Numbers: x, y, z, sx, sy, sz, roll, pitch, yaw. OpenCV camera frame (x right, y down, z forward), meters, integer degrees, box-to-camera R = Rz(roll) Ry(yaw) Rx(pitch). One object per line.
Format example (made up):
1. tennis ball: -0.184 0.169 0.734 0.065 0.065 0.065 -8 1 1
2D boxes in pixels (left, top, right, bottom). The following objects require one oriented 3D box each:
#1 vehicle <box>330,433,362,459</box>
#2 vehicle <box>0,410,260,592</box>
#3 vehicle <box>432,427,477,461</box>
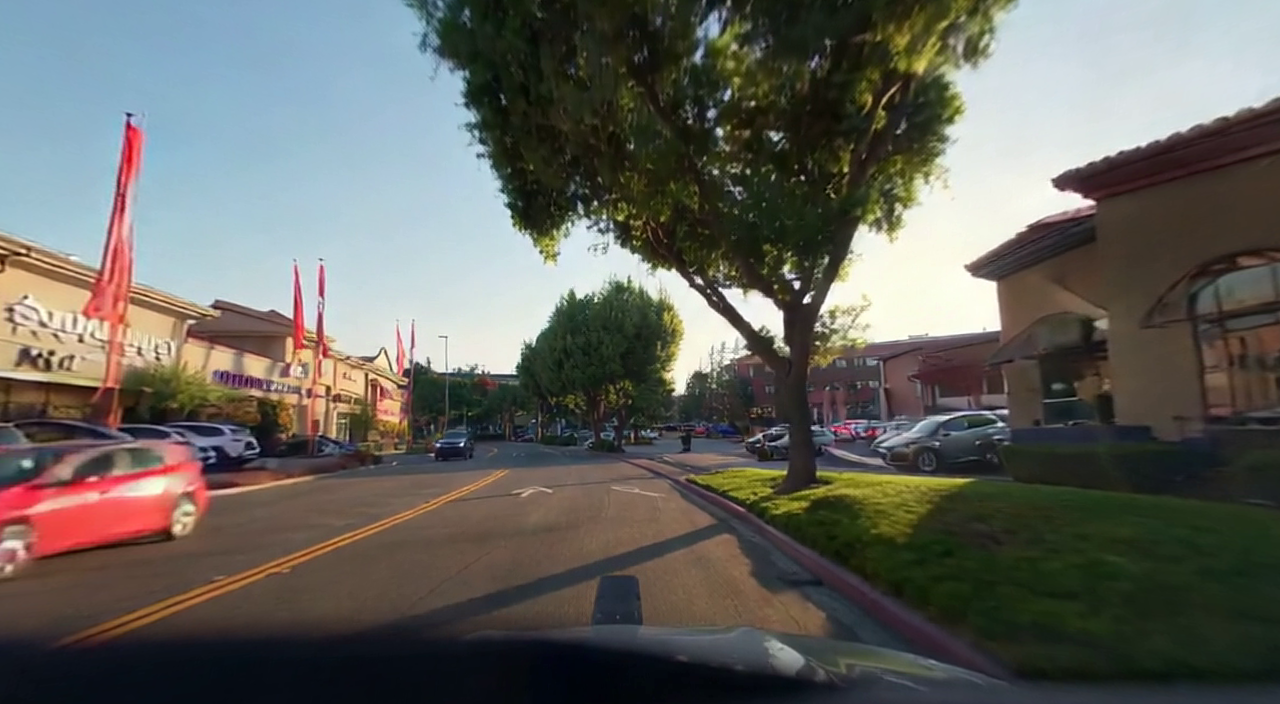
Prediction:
1. vehicle: -19.175 6.143 41.166 1.778 1.584 2.802 2 -8 -23
2. vehicle: -6.726 1.578 7.523 1.963 1.589 4.212 0 -7 -4
3. vehicle: -11.078 5.490 37.863 2.026 1.882 4.277 0 -7 -9
